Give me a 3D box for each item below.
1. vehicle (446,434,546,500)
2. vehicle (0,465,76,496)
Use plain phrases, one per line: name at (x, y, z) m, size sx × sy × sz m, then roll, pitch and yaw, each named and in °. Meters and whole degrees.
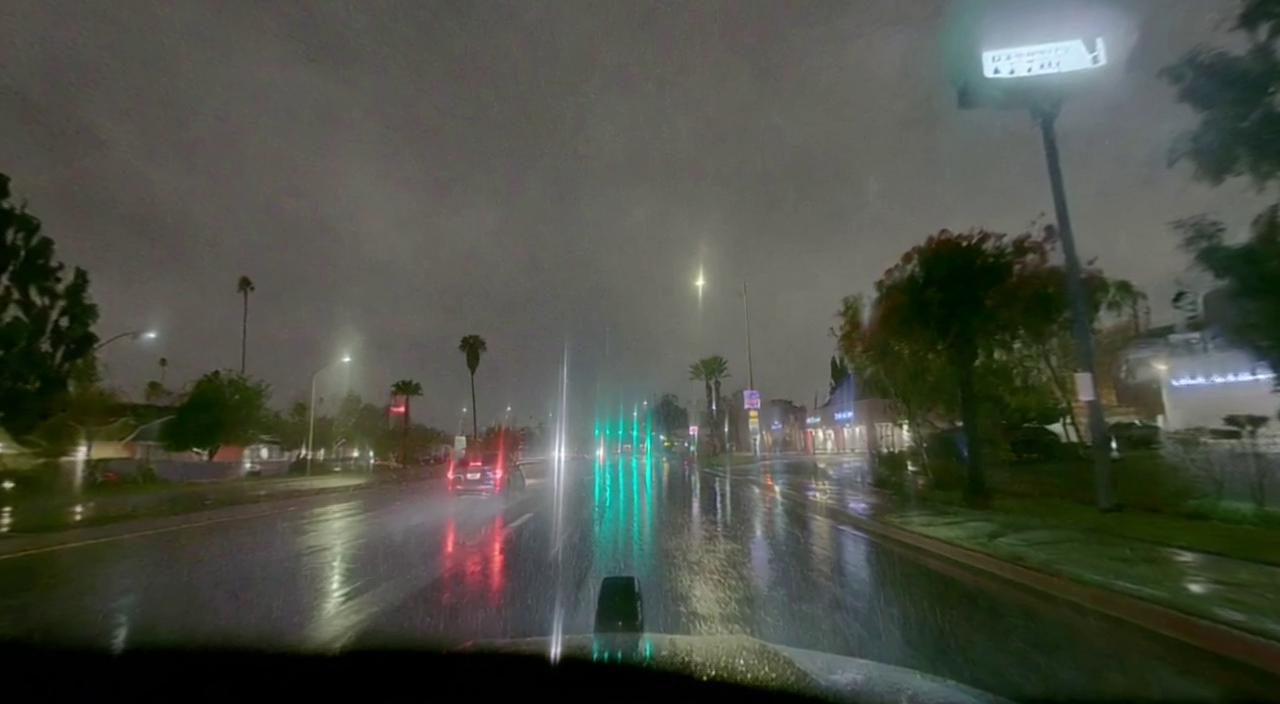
vehicle at (-4.375, 3.570, 19.904) m, size 2.136 × 1.844 × 4.363 m, roll 0°, pitch -9°, yaw 0°
vehicle at (-34.496, 7.124, 35.134) m, size 1.856 × 1.442 × 4.494 m, roll 0°, pitch -8°, yaw -1°
